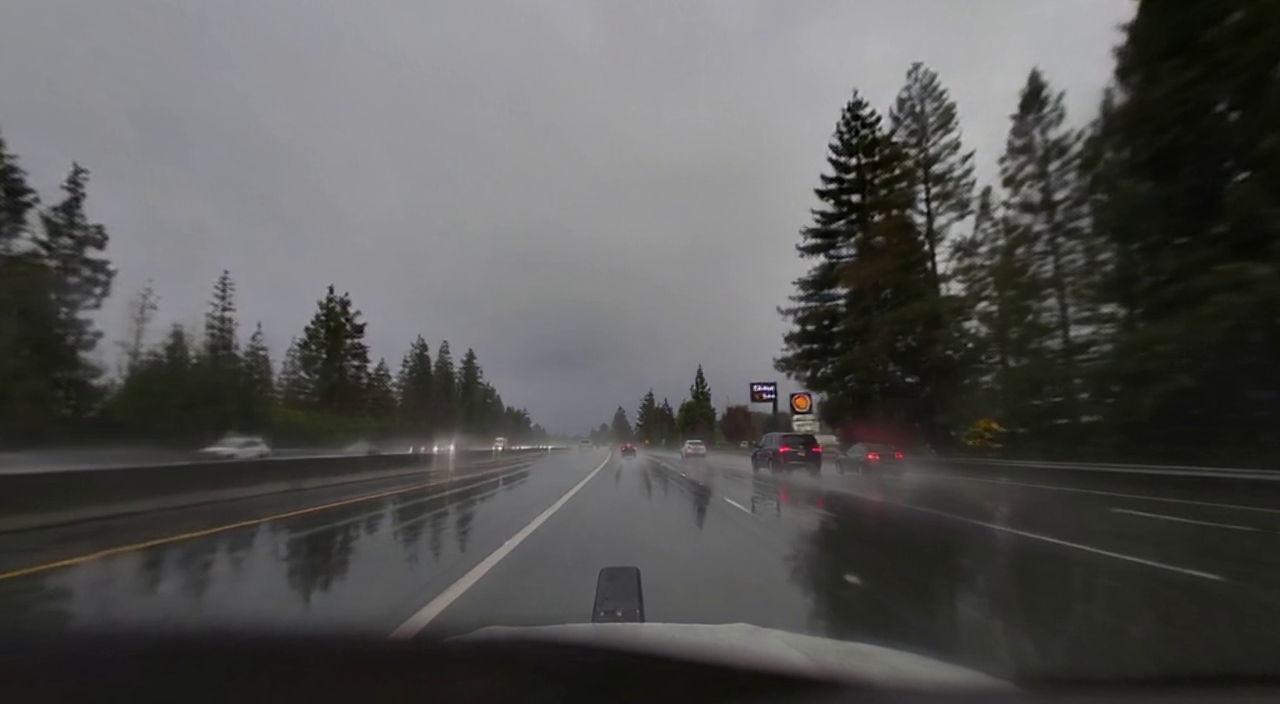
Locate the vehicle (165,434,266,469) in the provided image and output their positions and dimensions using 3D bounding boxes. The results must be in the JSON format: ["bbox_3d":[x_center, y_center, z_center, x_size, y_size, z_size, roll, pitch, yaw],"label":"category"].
[{"bbox_3d":[-25.167,5.935,37.668,2.208,1.933,5.580,0,-8,-1],"label":"vehicle"}]

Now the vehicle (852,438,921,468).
[{"bbox_3d":[14.201,5.850,36.503,2.072,1.611,4.387,0,-8,-2],"label":"vehicle"}]

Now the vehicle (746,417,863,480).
[{"bbox_3d":[6.843,4.197,27.638,2.779,2.339,8.073,0,-8,-1],"label":"vehicle"}]

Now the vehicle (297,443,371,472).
[{"bbox_3d":[-16.625,5.741,34.492,1.816,1.481,4.478,0,-8,-1],"label":"vehicle"}]
